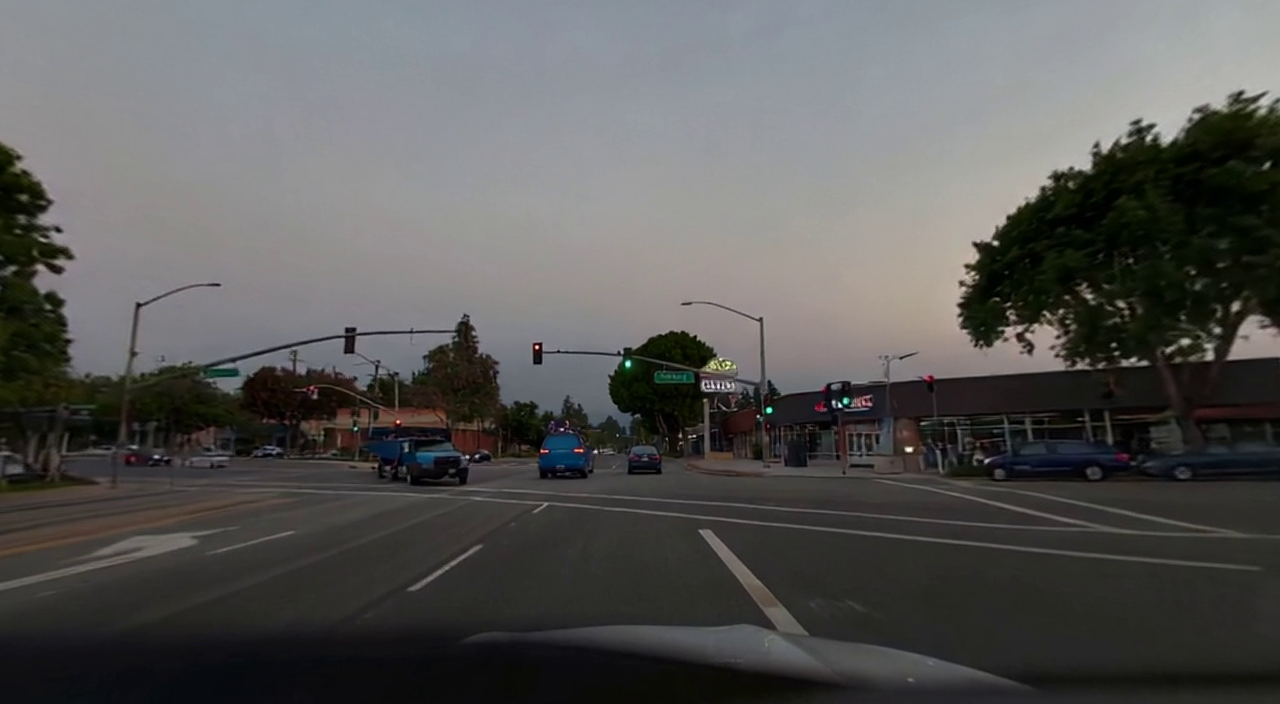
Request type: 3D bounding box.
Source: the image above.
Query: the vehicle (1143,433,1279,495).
[{"bbox_3d":[15.720,2.807,15.942,4.520,1.455,1.968,-6,-11,35],"label":"vehicle"}]

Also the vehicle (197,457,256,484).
[{"bbox_3d":[-25.285,7.172,38.553,4.432,1.480,1.915,-8,-12,43],"label":"vehicle"}]

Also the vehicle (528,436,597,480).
[{"bbox_3d":[-3.350,4.759,28.611,2.464,1.777,5.128,0,-9,0],"label":"vehicle"}]

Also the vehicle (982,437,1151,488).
[{"bbox_3d":[14.149,3.656,21.181,4.406,1.512,1.935,-6,-10,35],"label":"vehicle"}]

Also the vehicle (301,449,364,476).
[{"bbox_3d":[-22.402,7.950,45.909,5.425,1.787,2.191,-8,-12,43],"label":"vehicle"}]

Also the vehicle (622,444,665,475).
[{"bbox_3d":[0.181,5.551,32.907,2.103,1.487,4.101,0,-9,0],"label":"vehicle"}]

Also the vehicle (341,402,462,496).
[{"bbox_3d":[-7.533,3.143,20.611,2.507,2.667,4.567,1,-9,-6],"label":"vehicle"}]
